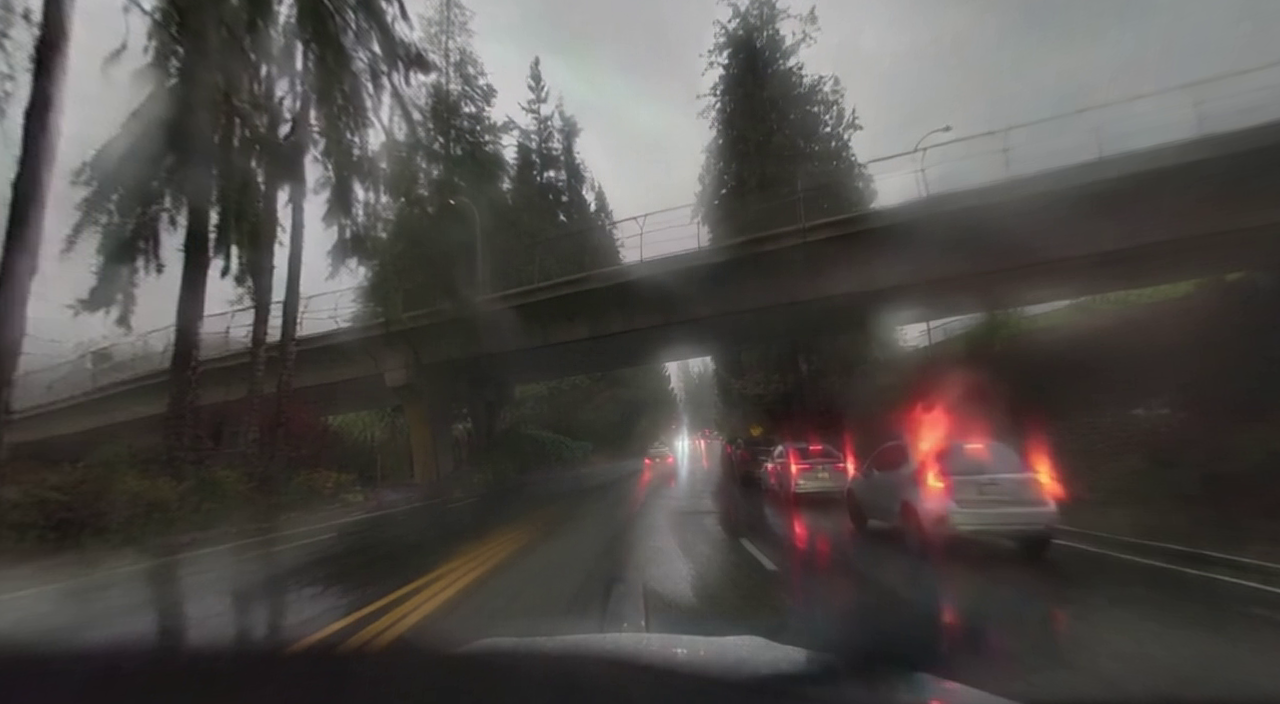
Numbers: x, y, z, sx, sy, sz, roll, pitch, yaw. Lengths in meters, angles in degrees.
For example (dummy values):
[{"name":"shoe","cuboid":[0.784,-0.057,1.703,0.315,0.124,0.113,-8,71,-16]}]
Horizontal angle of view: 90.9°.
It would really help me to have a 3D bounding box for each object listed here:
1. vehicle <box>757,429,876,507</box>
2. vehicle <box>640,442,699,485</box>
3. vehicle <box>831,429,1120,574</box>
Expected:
[{"name":"vehicle","cuboid":[4.417,2.981,16.566,1.947,1.745,4.452,-1,-9,2]},{"name":"vehicle","cuboid":[1.220,4.253,24.288,2.078,1.506,4.058,-1,-9,5]},{"name":"vehicle","cuboid":[4.176,1.895,8.697,1.911,1.525,3.755,-1,-9,1]}]
